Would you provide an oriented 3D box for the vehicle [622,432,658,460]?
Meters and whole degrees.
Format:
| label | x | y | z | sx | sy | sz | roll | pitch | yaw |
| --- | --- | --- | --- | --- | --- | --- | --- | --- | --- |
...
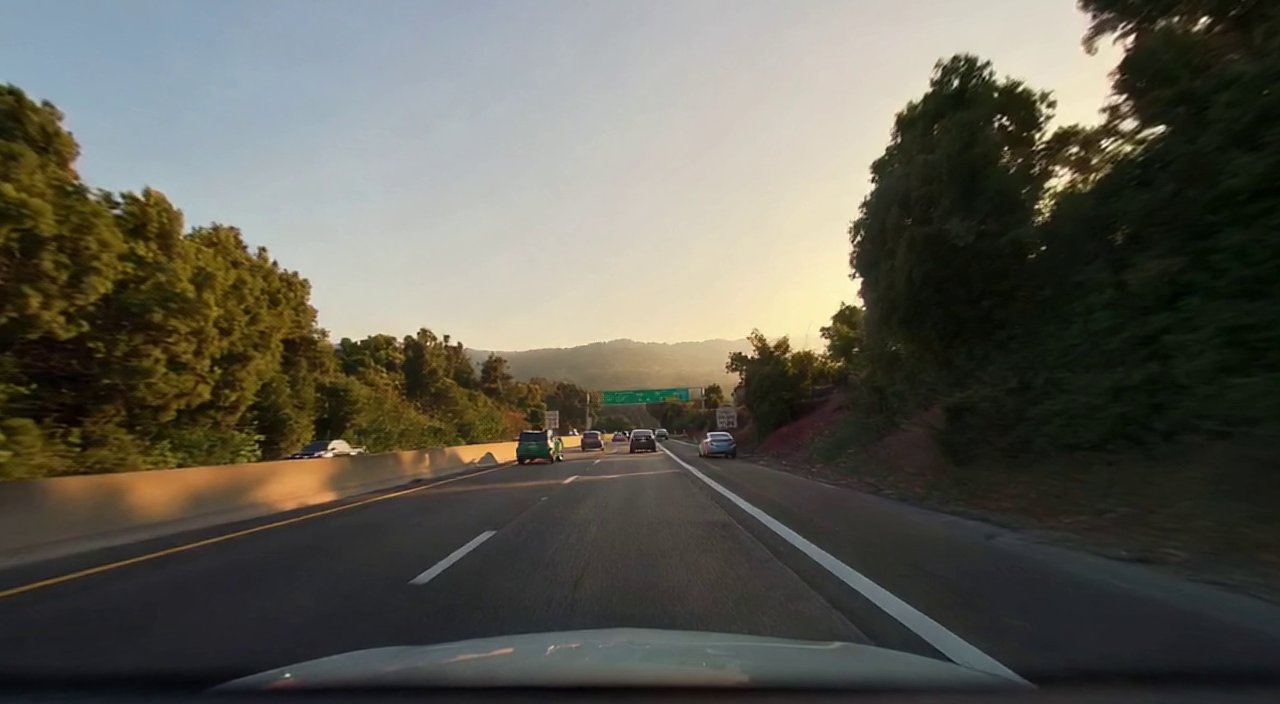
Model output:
| label | x | y | z | sx | sy | sz | roll | pitch | yaw |
| --- | --- | --- | --- | --- | --- | --- | --- | --- | --- |
| vehicle | -0.030 | 5.194 | 35.117 | 1.869 | 1.466 | 3.356 | 0 | -8 | -1 |

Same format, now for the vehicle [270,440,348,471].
| label | x | y | z | sx | sy | sz | roll | pitch | yaw |
| --- | --- | --- | --- | --- | --- | --- | --- | --- | --- |
| vehicle | -16.592 | 5.165 | 31.834 | 1.824 | 1.441 | 3.816 | 0 | -8 | 0 |

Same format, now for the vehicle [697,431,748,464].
| label | x | y | z | sx | sy | sz | roll | pitch | yaw |
| --- | --- | --- | --- | --- | --- | --- | --- | --- | --- |
| vehicle | 3.904 | 4.573 | 30.452 | 1.841 | 1.491 | 3.869 | 0 | -8 | -1 |
